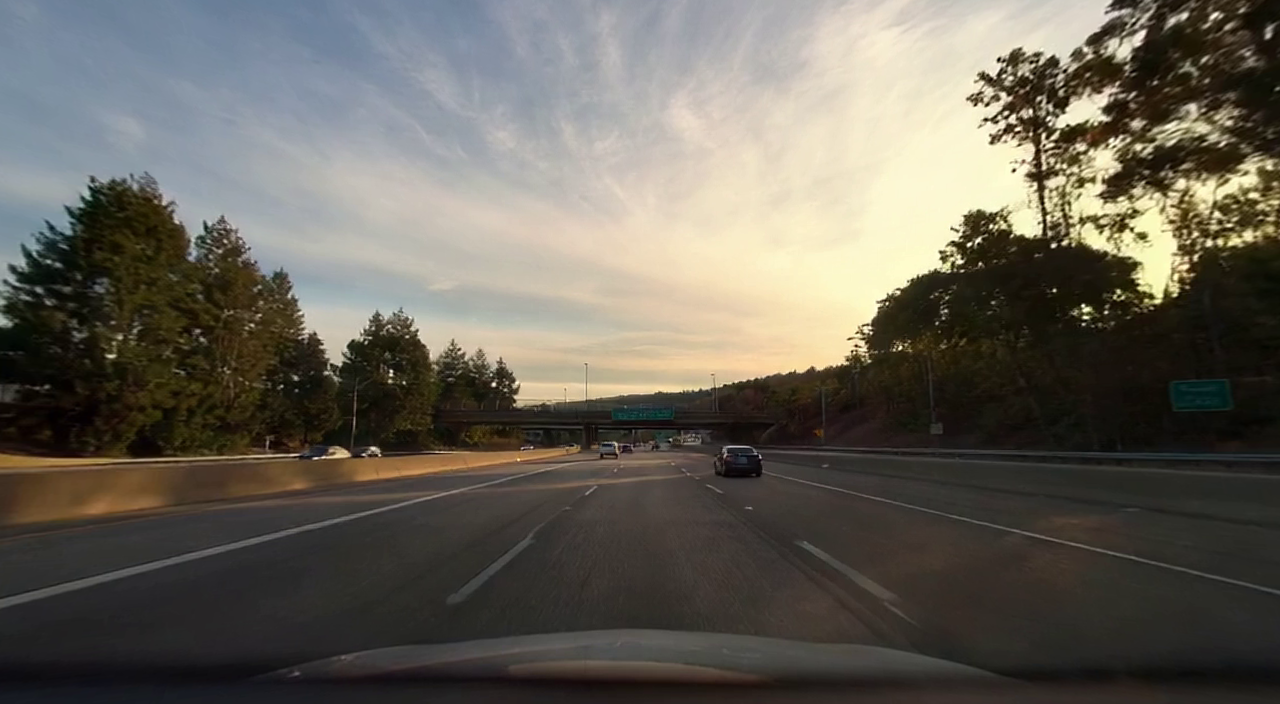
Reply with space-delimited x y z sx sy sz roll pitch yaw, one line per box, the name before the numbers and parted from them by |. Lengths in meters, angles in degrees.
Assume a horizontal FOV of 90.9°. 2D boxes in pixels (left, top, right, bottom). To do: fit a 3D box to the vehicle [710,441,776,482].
vehicle | 4.086 4.405 25.710 1.908 1.483 4.259 0 -8 -1
